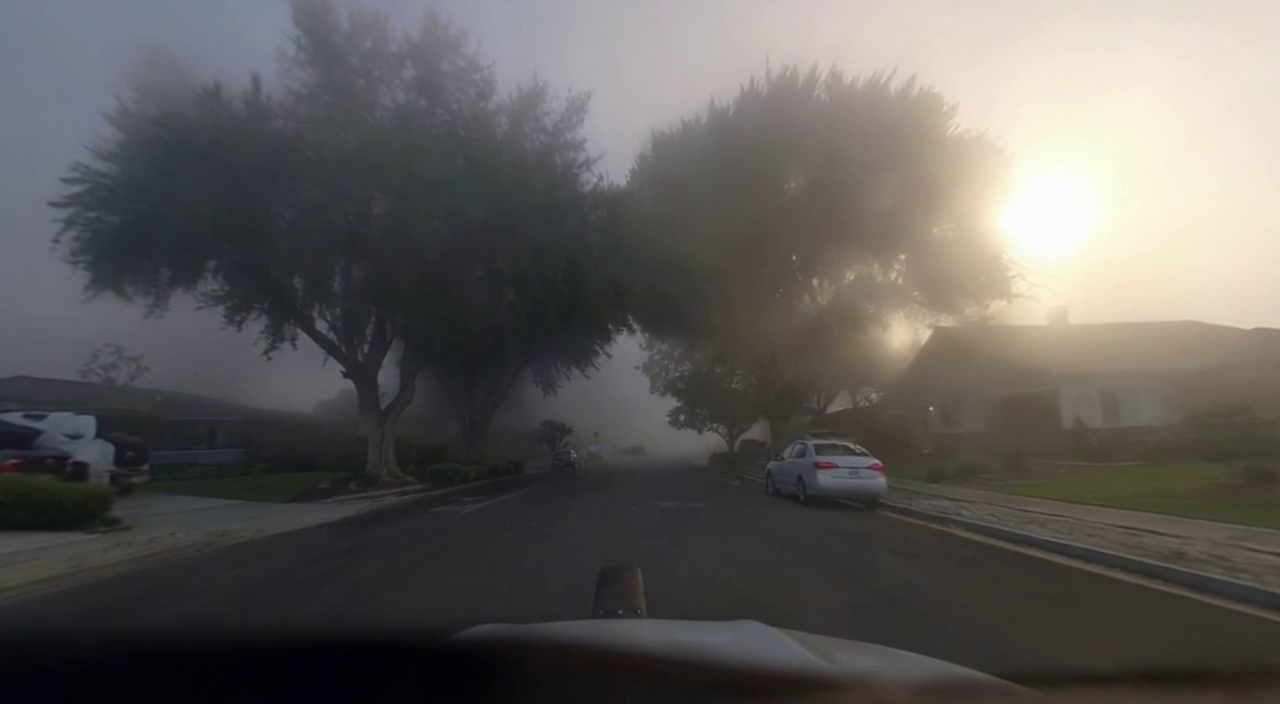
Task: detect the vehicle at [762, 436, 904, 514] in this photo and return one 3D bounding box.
[{"bbox_3d":[4.218,2.747,14.598,2.011,1.521,4.292,-1,-9,1],"label":"vehicle"}]

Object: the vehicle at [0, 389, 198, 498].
[{"bbox_3d":[-16.437,2.639,17.710,6.381,2.645,2.703,-4,-9,10],"label":"vehicle"}]
